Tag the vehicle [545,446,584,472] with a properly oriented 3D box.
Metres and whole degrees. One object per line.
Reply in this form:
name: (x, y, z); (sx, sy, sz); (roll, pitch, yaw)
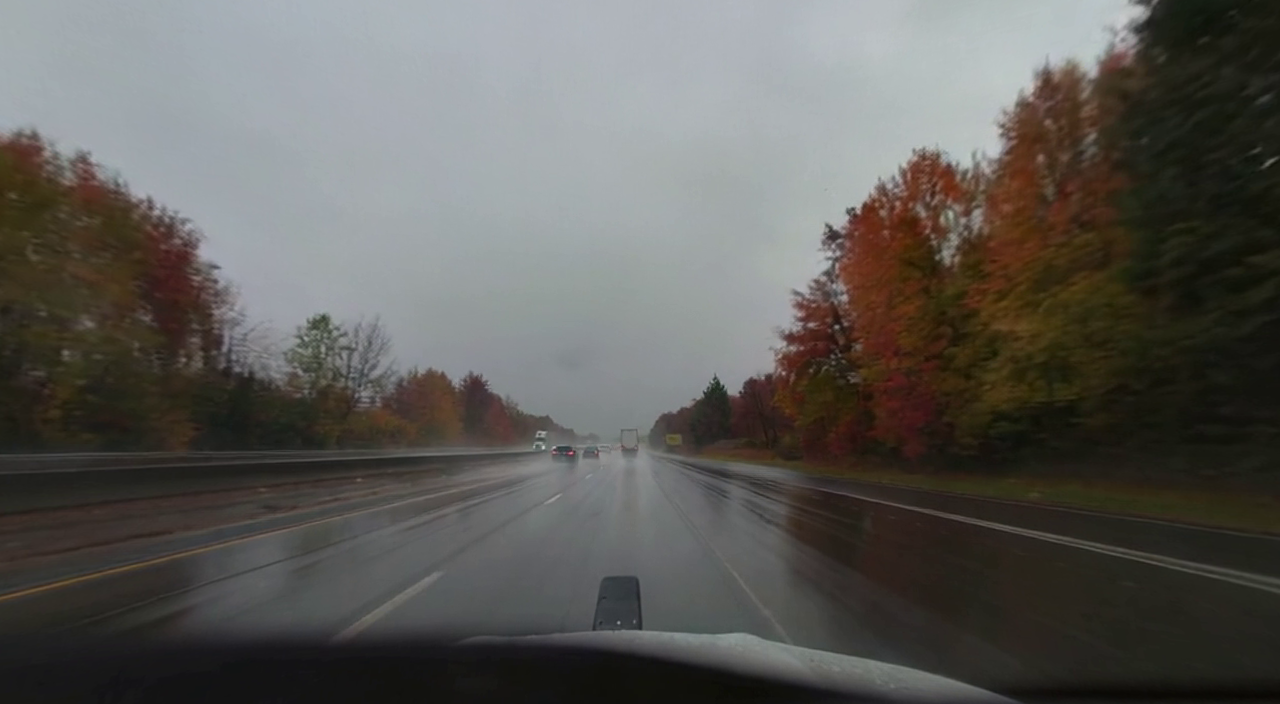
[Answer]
vehicle: (-4.629, 6.612, 38.819); (1.963, 1.475, 3.665); (0, -9, -1)
